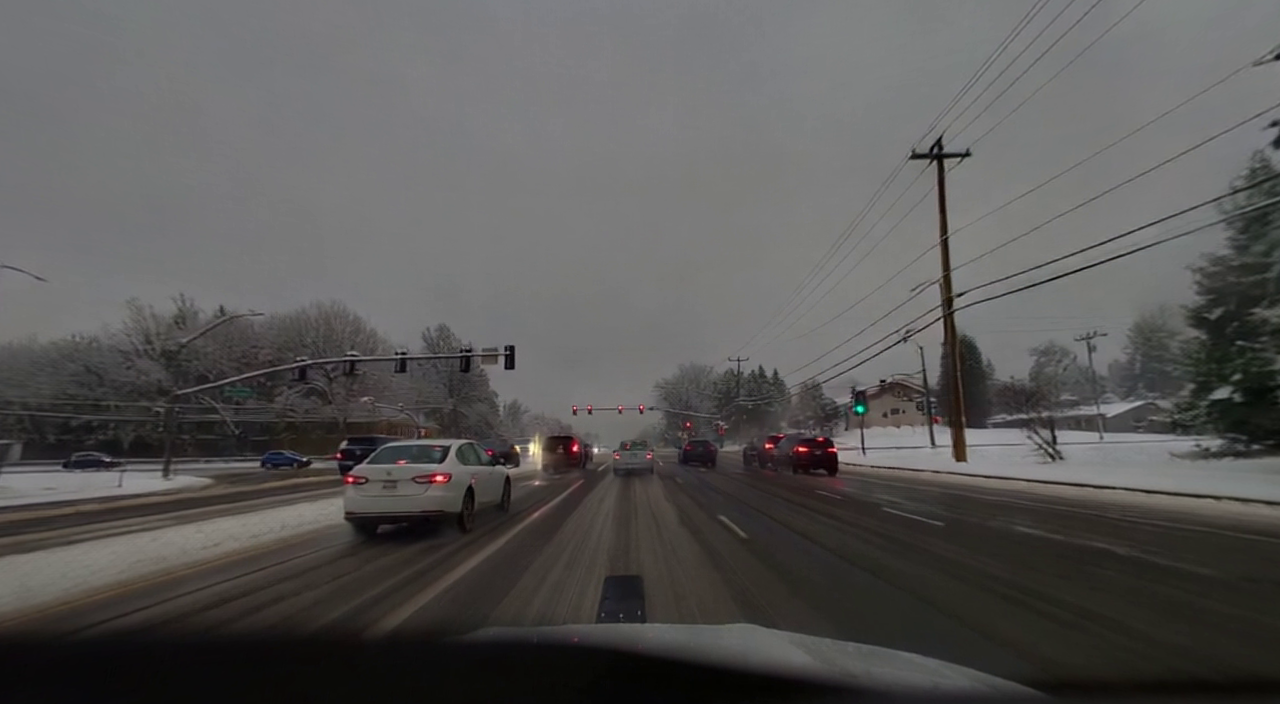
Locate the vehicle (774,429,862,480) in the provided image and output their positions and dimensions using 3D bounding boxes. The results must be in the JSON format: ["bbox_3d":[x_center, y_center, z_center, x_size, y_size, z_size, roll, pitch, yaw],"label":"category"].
[{"bbox_3d":[6.481,3.805,23.579,1.945,1.706,4.190,0,-8,-2],"label":"vehicle"}]

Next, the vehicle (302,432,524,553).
[{"bbox_3d":[-3.201,2.056,9.998,1.837,1.463,4.311,0,-8,1],"label":"vehicle"}]

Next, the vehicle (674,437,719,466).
[{"bbox_3d":[3.137,5.661,36.090,1.987,1.515,4.521,0,-8,-2],"label":"vehicle"}]

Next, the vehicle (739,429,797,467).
[{"bbox_3d":[7.270,5.538,36.548,2.156,1.982,5.358,0,-8,-1],"label":"vehicle"}]

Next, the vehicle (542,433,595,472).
[{"bbox_3d":[-3.388,4.837,30.627,2.033,1.714,4.278,0,-8,1],"label":"vehicle"}]

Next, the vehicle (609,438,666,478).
[{"bbox_3d":[-0.102,4.177,25.135,2.098,1.431,3.958,0,-8,0],"label":"vehicle"}]
